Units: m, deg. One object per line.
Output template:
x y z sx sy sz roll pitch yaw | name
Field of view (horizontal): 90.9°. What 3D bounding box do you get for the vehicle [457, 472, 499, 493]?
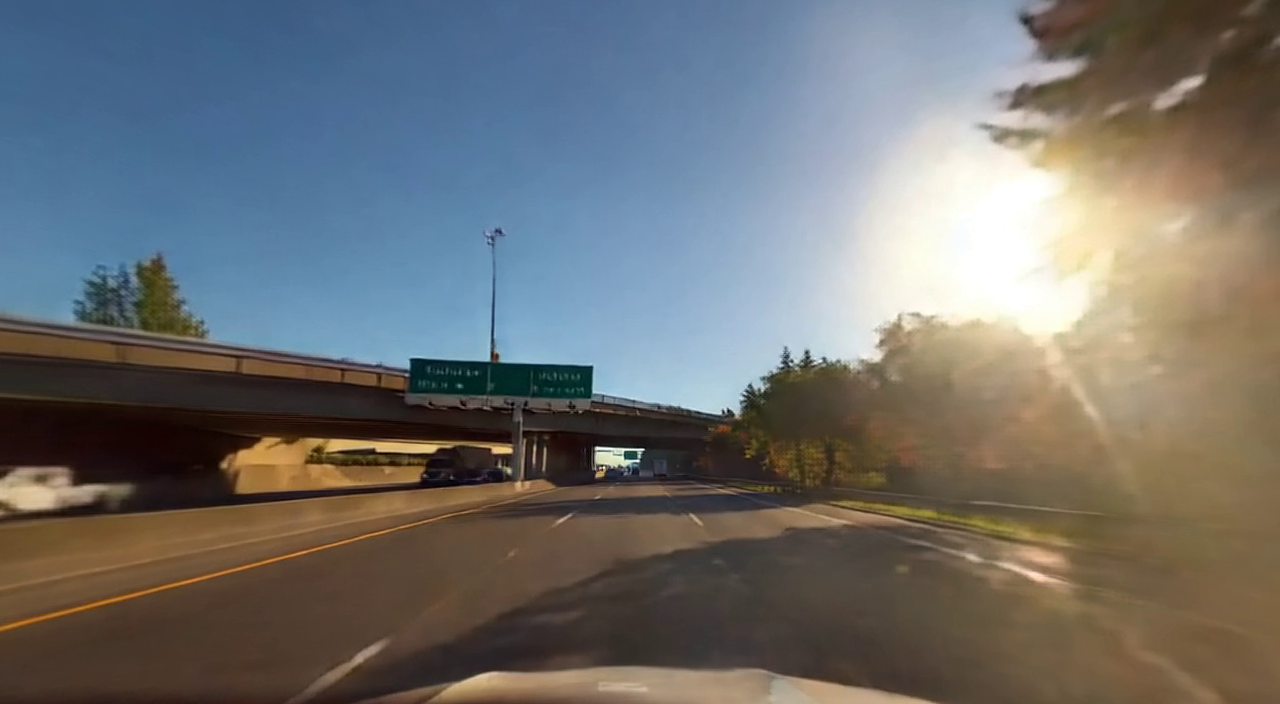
-12.072 9.745 47.320 1.925 1.436 4.717 1 -10 0 | vehicle
